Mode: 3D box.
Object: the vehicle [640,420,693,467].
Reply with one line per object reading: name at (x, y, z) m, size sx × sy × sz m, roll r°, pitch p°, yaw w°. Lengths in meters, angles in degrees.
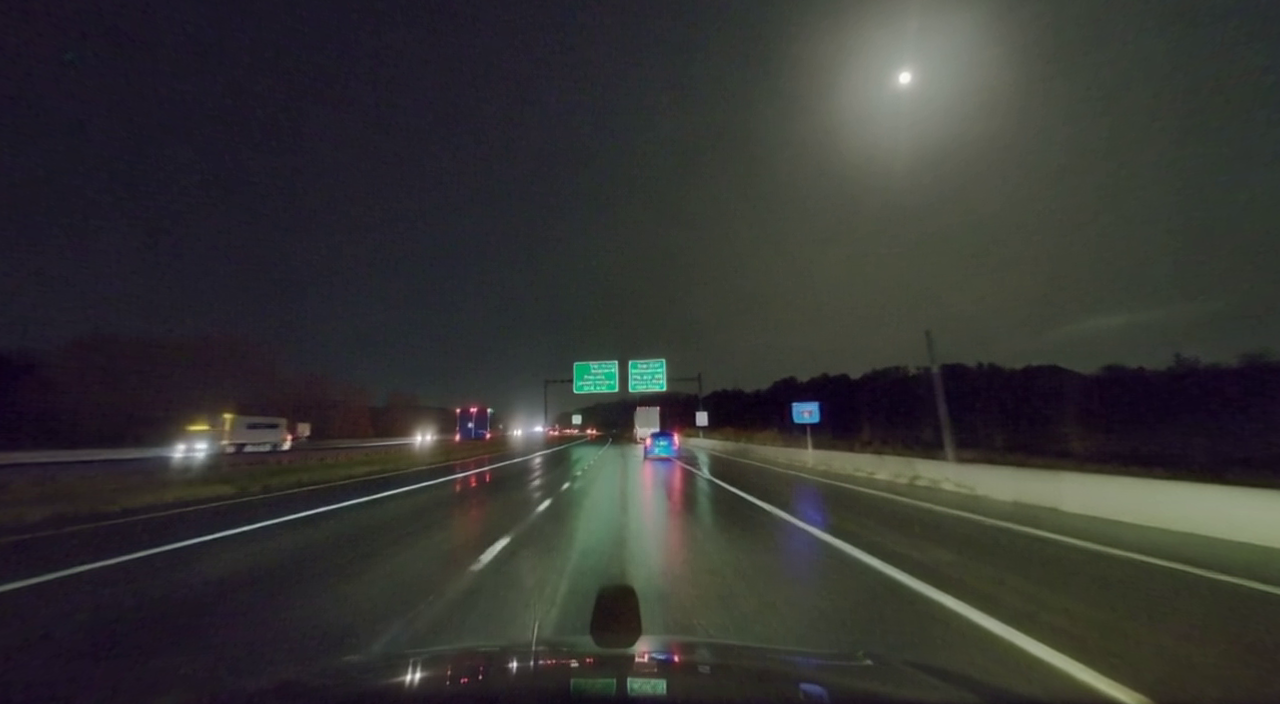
vehicle at (1.110, 4.118, 28.561) m, size 2.076 × 1.914 × 4.287 m, roll 0°, pitch -8°, yaw -2°
